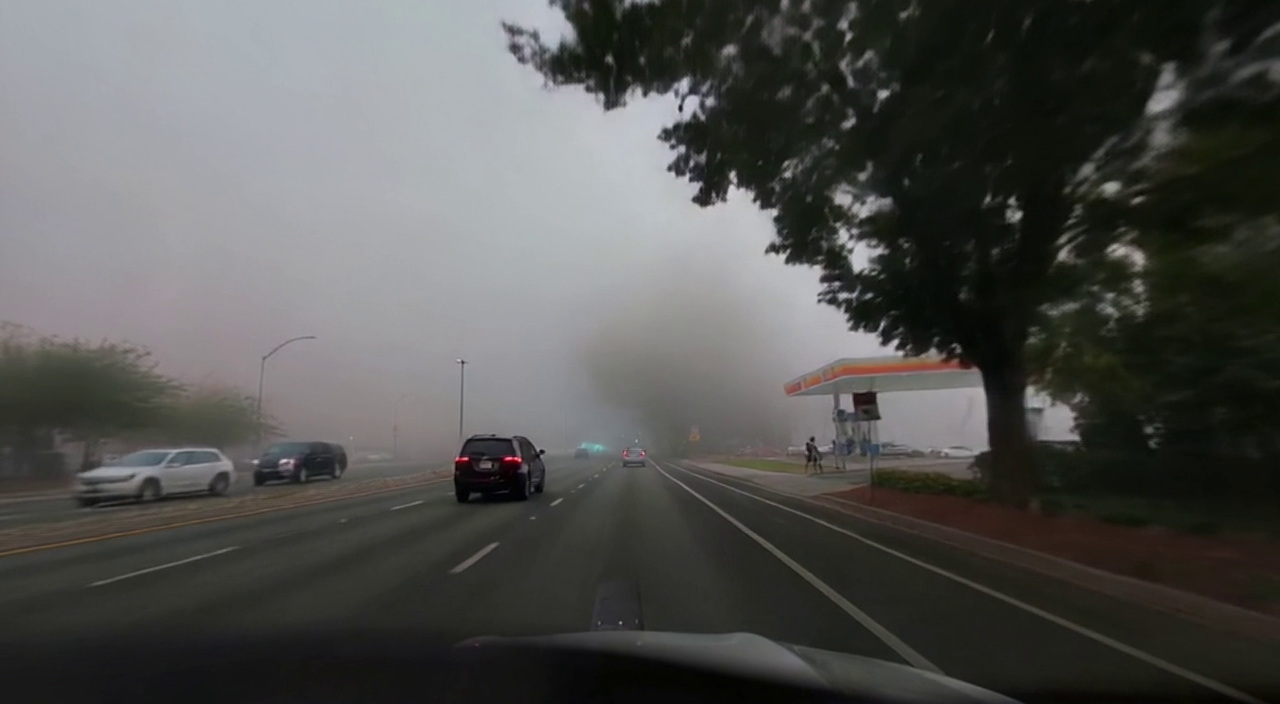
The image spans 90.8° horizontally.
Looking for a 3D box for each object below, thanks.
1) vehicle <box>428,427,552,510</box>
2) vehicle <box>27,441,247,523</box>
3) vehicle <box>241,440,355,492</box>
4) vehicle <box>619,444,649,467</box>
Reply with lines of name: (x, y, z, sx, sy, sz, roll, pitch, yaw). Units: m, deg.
vehicle: (-3.555, 2.845, 15.957, 1.985, 1.772, 4.479, 0, -8, 0)
vehicle: (-11.839, 3.018, 15.350, 1.861, 1.550, 4.321, -4, -8, -1)
vehicle: (-11.807, 3.935, 22.172, 1.893, 1.622, 4.161, 1, -8, -4)
vehicle: (-0.421, 7.793, 47.736, 2.190, 1.662, 4.167, 0, -8, 1)
